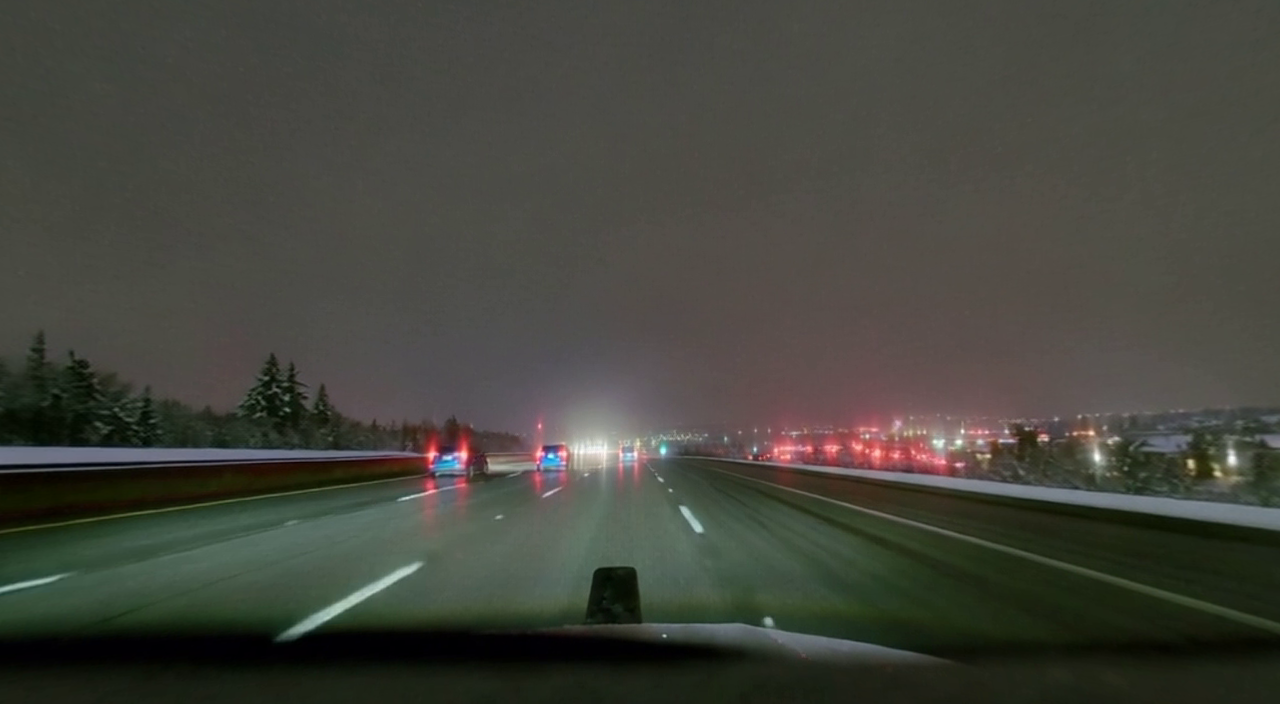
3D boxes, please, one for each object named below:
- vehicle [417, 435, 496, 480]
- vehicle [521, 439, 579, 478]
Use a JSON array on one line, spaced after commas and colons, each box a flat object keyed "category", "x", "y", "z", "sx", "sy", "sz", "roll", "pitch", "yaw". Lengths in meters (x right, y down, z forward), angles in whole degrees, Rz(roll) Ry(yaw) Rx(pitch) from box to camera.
[{"category": "vehicle", "x": -8.042, "y": 4.675, "z": 28.238, "sx": 2.040, "sy": 1.824, "sz": 4.917, "roll": 0, "pitch": -9, "yaw": 0}, {"category": "vehicle", "x": -4.173, "y": 4.993, "z": 29.908, "sx": 2.075, "sy": 1.702, "sz": 4.257, "roll": 0, "pitch": -9, "yaw": 0}]
